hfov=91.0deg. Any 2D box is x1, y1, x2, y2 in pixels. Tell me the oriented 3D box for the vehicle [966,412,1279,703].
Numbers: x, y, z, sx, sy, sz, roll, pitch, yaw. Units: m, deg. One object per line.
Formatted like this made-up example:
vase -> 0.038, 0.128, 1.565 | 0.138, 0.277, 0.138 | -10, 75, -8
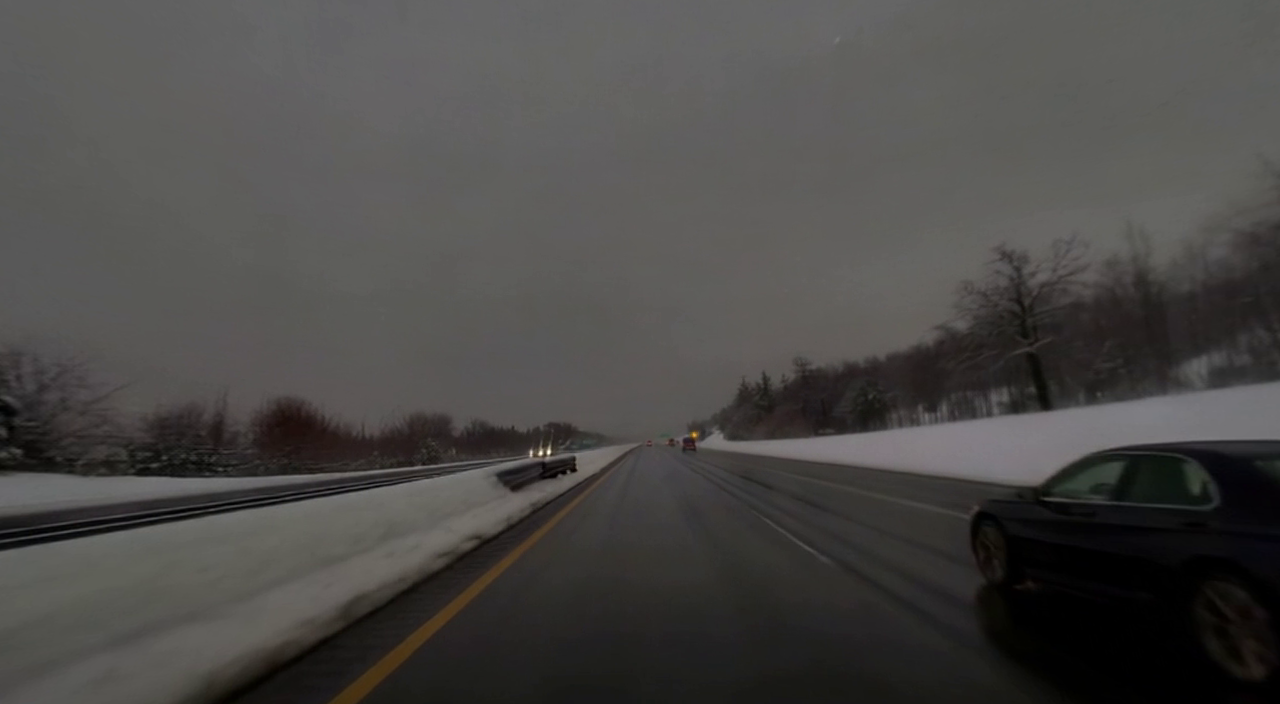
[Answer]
vehicle -> 3.607, 1.053, 3.337 | 1.683, 1.400, 3.868 | 0, -8, 0
